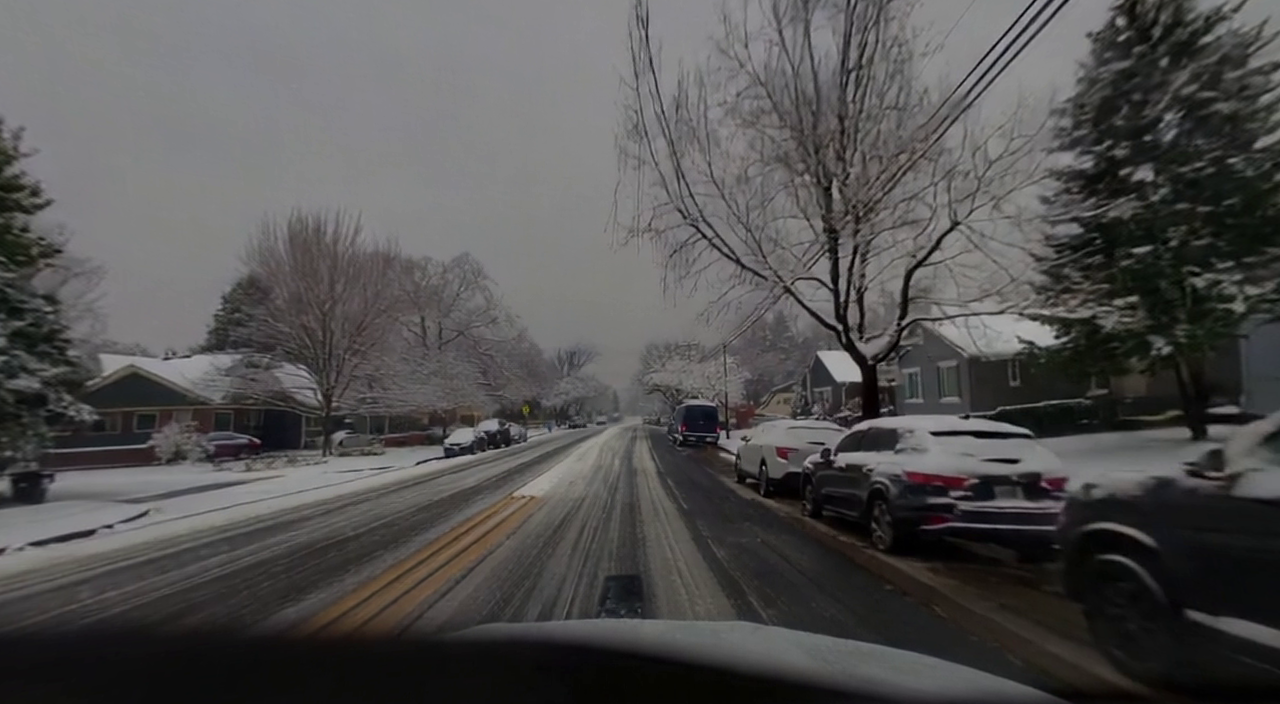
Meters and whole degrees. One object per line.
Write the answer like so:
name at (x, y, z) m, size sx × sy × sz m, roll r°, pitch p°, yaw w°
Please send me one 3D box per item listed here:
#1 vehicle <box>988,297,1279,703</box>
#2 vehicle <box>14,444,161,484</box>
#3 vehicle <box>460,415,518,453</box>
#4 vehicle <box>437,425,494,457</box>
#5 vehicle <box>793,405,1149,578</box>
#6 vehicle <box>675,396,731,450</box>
vehicle at (3.666, 0.655, 2.077) m, size 2.208 × 1.863 × 4.799 m, roll 0°, pitch -8°, yaw -1°
vehicle at (-22.641, 4.556, 26.133) m, size 1.813 × 1.499 × 4.321 m, roll -1°, pitch -8°, yaw 8°
vehicle at (-8.641, 4.746, 36.583) m, size 2.163 × 1.841 × 4.679 m, roll -6°, pitch -7°, yaw -1°
vehicle at (-8.489, 4.371, 31.018) m, size 1.821 × 1.476 × 4.060 m, roll 0°, pitch -8°, yaw -3°
vehicle at (3.668, 1.615, 8.165) m, size 2.047 × 1.598 × 4.321 m, roll 0°, pitch -8°, yaw -3°
vehicle at (3.001, 3.513, 30.885) m, size 2.233 × 2.453 × 3.787 m, roll 0°, pitch -8°, yaw -2°
